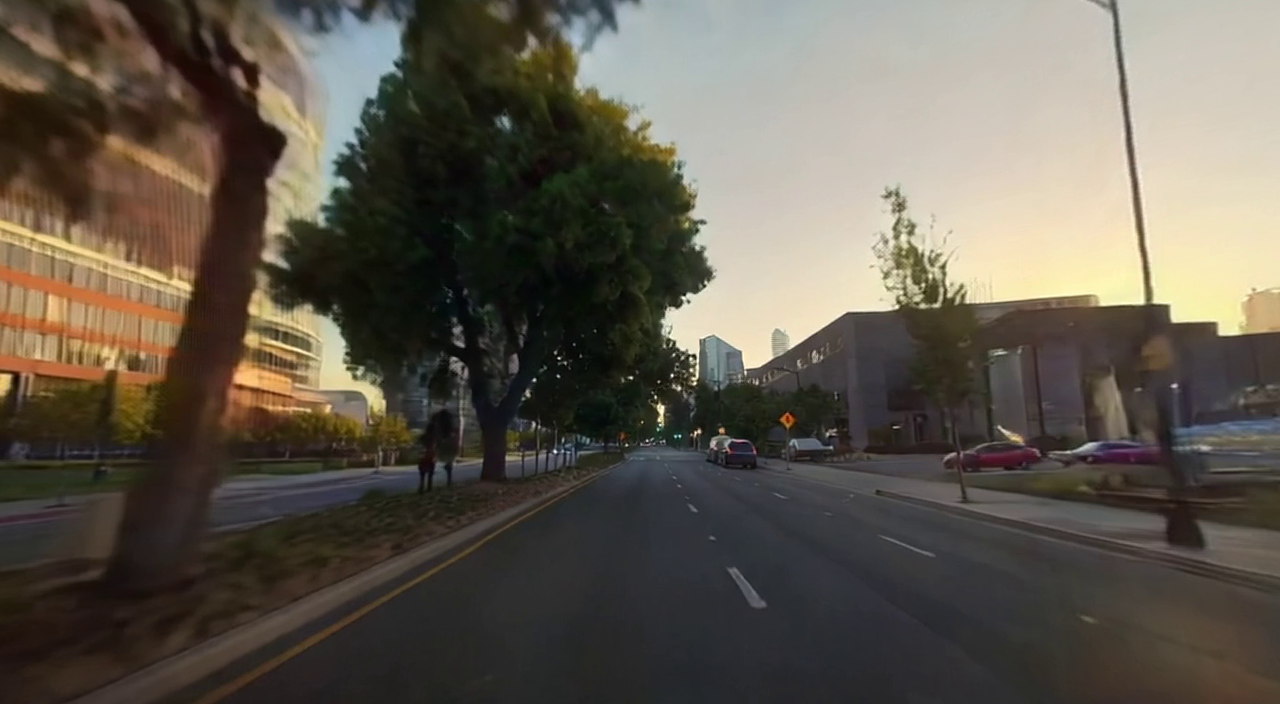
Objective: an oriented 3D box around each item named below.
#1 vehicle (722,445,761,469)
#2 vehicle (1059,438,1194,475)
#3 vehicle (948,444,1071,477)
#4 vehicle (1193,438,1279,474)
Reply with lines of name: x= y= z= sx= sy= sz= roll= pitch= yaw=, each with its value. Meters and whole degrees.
vehicle: x=6.796 y=7.087 z=42.678 sx=1.948 sy=1.511 sz=4.623 roll=0 pitch=-8 yaw=1
vehicle: x=21.158 y=4.537 z=27.532 sx=4.333 sy=1.491 sz=1.744 roll=-1 pitch=-8 yaw=1
vehicle: x=16.233 y=4.760 z=27.832 sx=4.276 sy=1.397 sz=1.786 roll=0 pitch=-8 yaw=1
vehicle: x=27.278 y=4.496 z=27.429 sx=4.560 sy=1.444 sz=1.929 roll=-1 pitch=-8 yaw=-2
